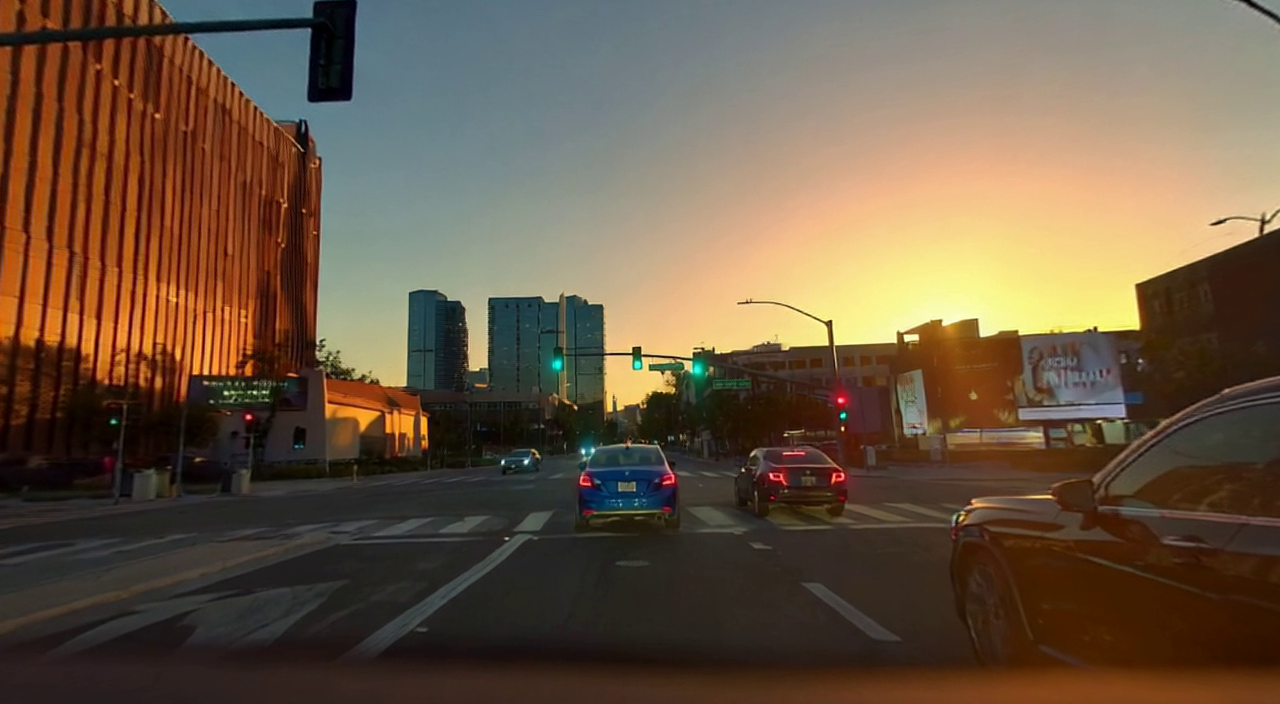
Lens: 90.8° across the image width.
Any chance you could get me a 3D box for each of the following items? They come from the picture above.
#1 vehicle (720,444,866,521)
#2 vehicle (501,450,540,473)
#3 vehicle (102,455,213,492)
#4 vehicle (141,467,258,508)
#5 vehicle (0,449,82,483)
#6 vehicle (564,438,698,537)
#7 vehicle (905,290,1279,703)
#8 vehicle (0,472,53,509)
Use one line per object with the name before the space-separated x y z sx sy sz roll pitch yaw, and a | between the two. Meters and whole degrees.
vehicle | 3.153 2.790 14.108 2.009 1.414 4.416 0 -9 -2
vehicle | -8.593 7.907 45.896 1.879 1.510 4.619 0 -9 1
vehicle | -27.583 6.937 36.409 2.300 1.932 5.056 -1 -9 2
vehicle | -19.155 5.876 27.786 1.942 1.453 4.448 0 -8 0
vehicle | -35.721 6.518 36.491 2.145 1.797 5.198 -1 -9 1
vehicle | -0.178 2.411 11.851 2.095 1.502 3.873 0 -9 -1
vehicle | 2.985 0.777 2.377 2.047 1.785 4.357 0 -9 0
vehicle | -28.081 6.190 28.502 1.972 1.433 4.324 8 -12 -39
